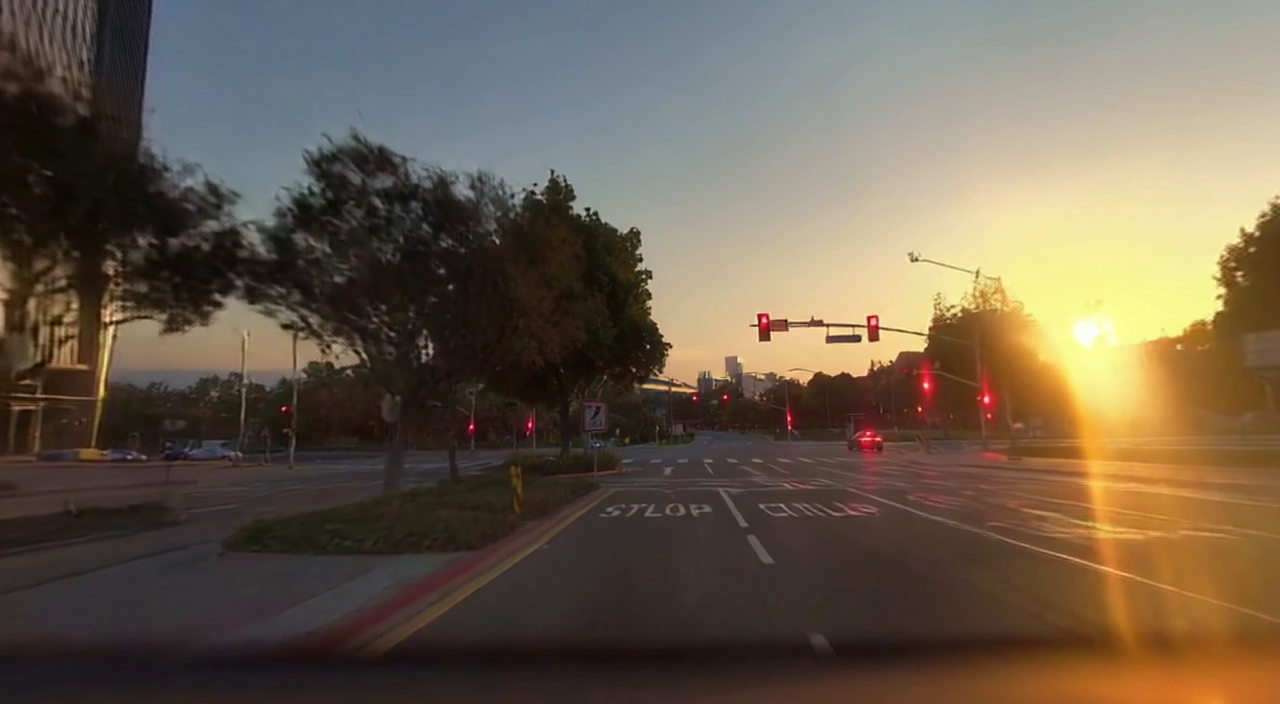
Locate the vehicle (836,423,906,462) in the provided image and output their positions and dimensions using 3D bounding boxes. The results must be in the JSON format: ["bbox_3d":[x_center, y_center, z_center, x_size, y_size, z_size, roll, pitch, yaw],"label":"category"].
[{"bbox_3d":[12.011,4.757,33.209,2.156,1.881,4.743,0,-8,4],"label":"vehicle"}]
